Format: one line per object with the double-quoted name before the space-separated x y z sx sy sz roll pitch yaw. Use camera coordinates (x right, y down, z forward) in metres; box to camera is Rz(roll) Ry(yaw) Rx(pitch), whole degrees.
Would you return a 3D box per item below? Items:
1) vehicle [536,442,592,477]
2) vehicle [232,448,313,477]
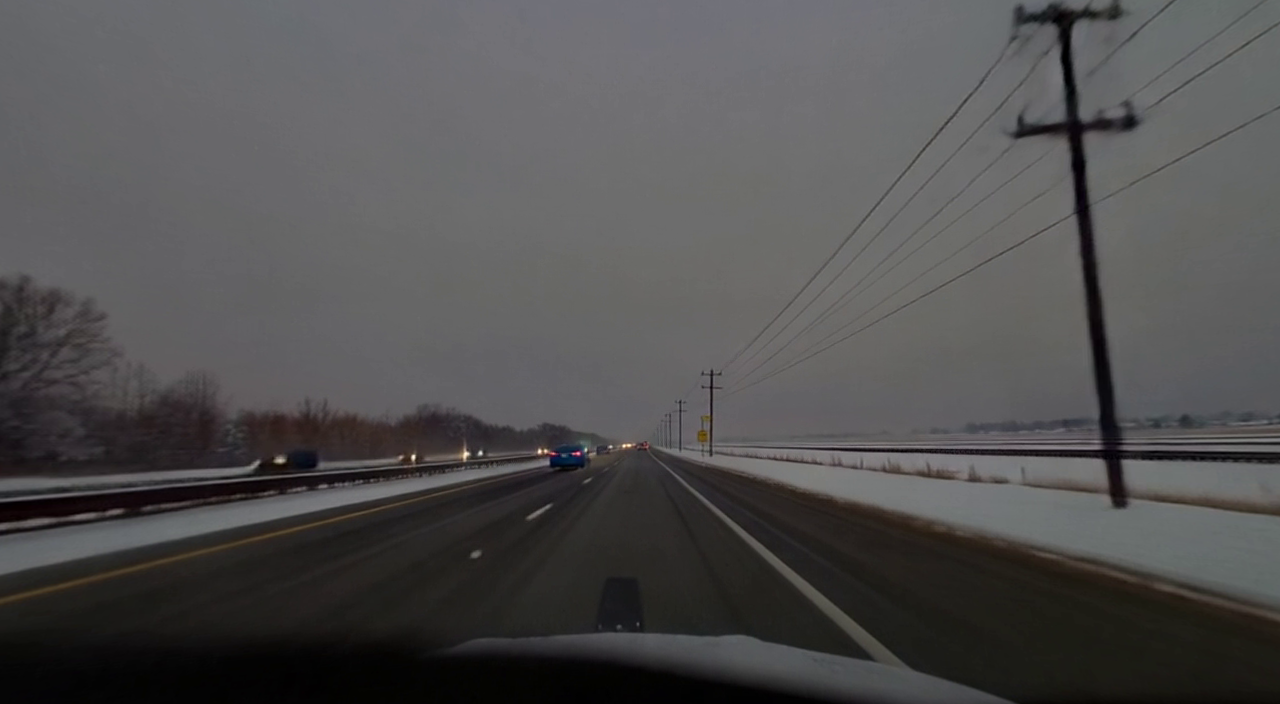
"vehicle" -3.656 5.283 31.180 2.120 1.597 4.810 0 -9 1
"vehicle" -21.129 6.352 36.481 1.890 1.556 4.589 0 -9 0
